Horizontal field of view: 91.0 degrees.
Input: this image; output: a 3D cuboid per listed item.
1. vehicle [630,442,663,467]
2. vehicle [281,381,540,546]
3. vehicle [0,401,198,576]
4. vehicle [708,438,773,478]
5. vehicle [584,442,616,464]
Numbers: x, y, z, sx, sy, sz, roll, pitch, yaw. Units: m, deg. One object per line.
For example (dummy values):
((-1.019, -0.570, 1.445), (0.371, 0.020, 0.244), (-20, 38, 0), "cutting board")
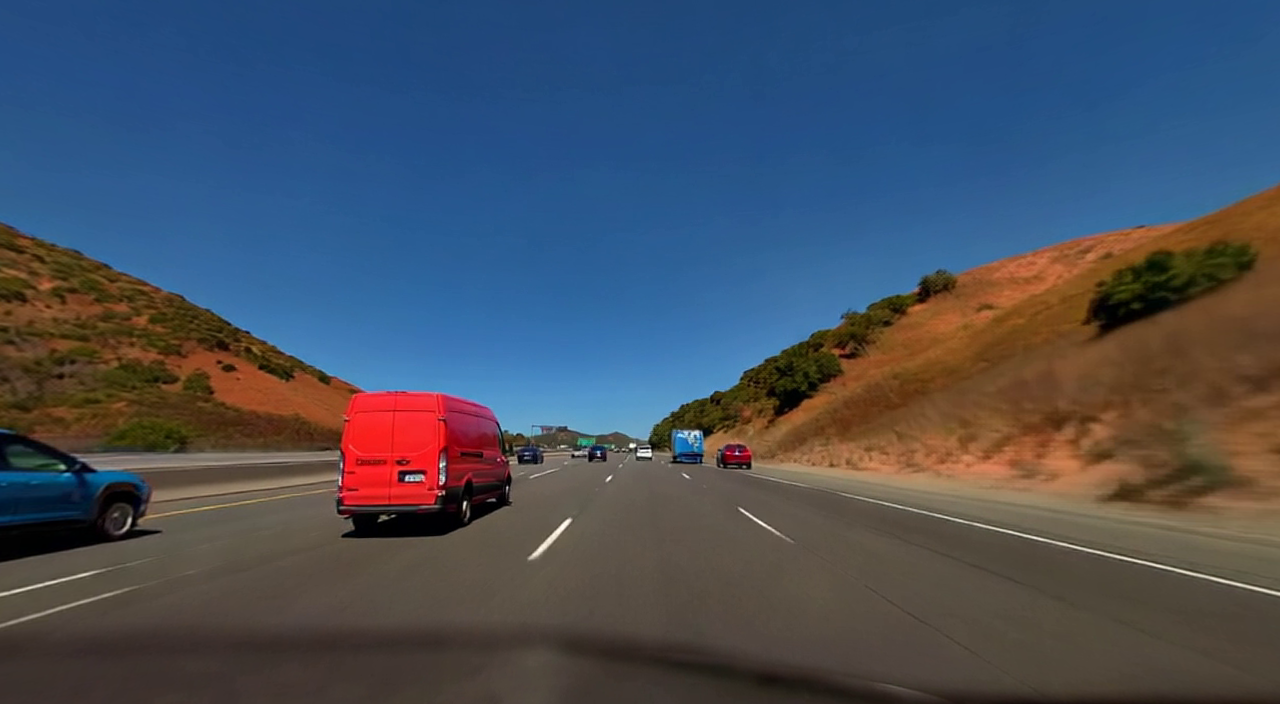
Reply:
((0.415, 6.740, 41.469), (2.014, 1.543, 3.804), (0, -9, 0), "vehicle")
((-3.543, 1.937, 11.415), (2.421, 2.203, 5.775), (0, -9, 1), "vehicle")
((-7.390, 1.392, 6.493), (2.054, 1.715, 4.928), (0, -9, 0), "vehicle")
((4.249, 4.556, 27.258), (2.051, 1.598, 4.145), (0, -9, -1), "vehicle")
((-3.042, 7.791, 48.489), (2.138, 1.581, 4.340), (0, -9, 0), "vehicle")
